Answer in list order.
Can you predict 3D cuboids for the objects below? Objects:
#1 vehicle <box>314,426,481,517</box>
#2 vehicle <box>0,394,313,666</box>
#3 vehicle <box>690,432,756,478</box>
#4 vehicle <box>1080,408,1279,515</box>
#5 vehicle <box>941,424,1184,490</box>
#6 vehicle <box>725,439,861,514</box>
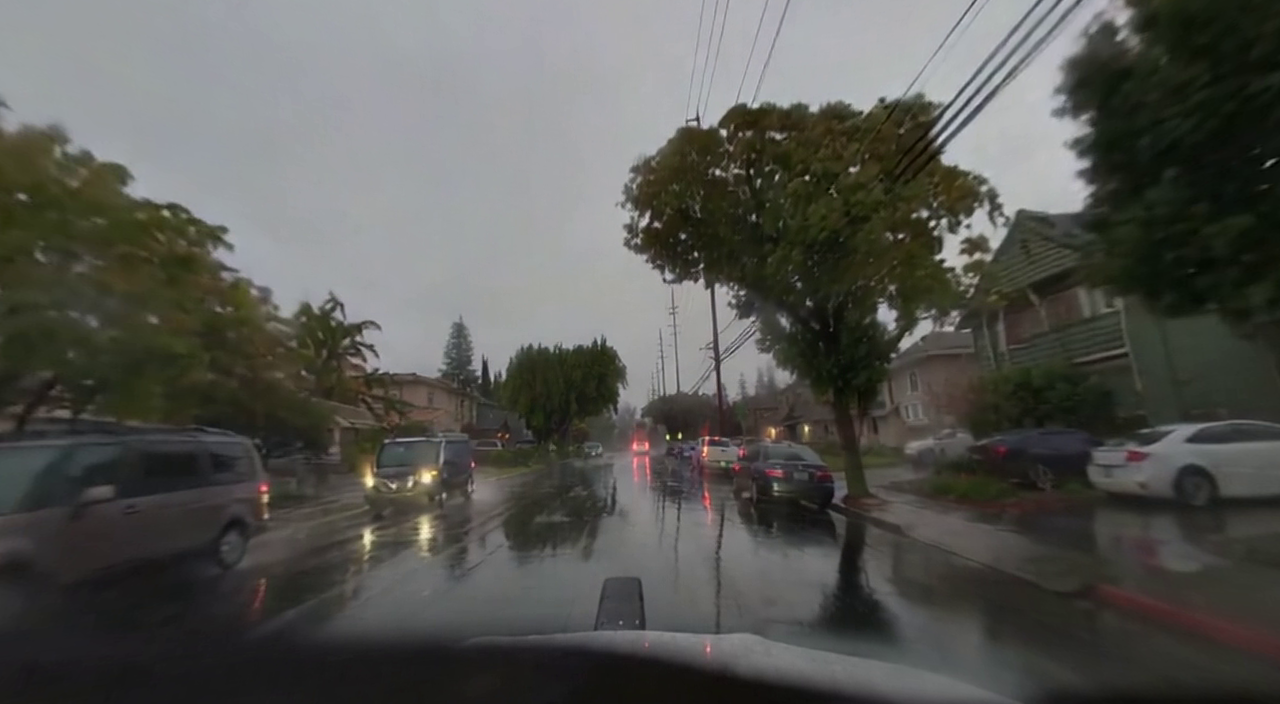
[{"bbox_3d":[-5.203,2.629,14.304,2.103,1.731,4.197,0,-9,0],"label":"vehicle"},{"bbox_3d":[-5.341,1.333,5.633,2.275,1.781,4.682,0,-7,1],"label":"vehicle"},{"bbox_3d":[3.563,4.577,28.295,2.280,1.820,5.001,0,-8,0],"label":"vehicle"},{"bbox_3d":[11.420,1.928,11.814,4.776,1.602,1.968,-4,-7,0],"label":"vehicle"},{"bbox_3d":[10.743,2.700,16.391,4.739,1.576,2.086,0,-9,1],"label":"vehicle"},{"bbox_3d":[3.415,2.879,15.197,2.008,1.482,4.891,0,-8,-1],"label":"vehicle"}]
